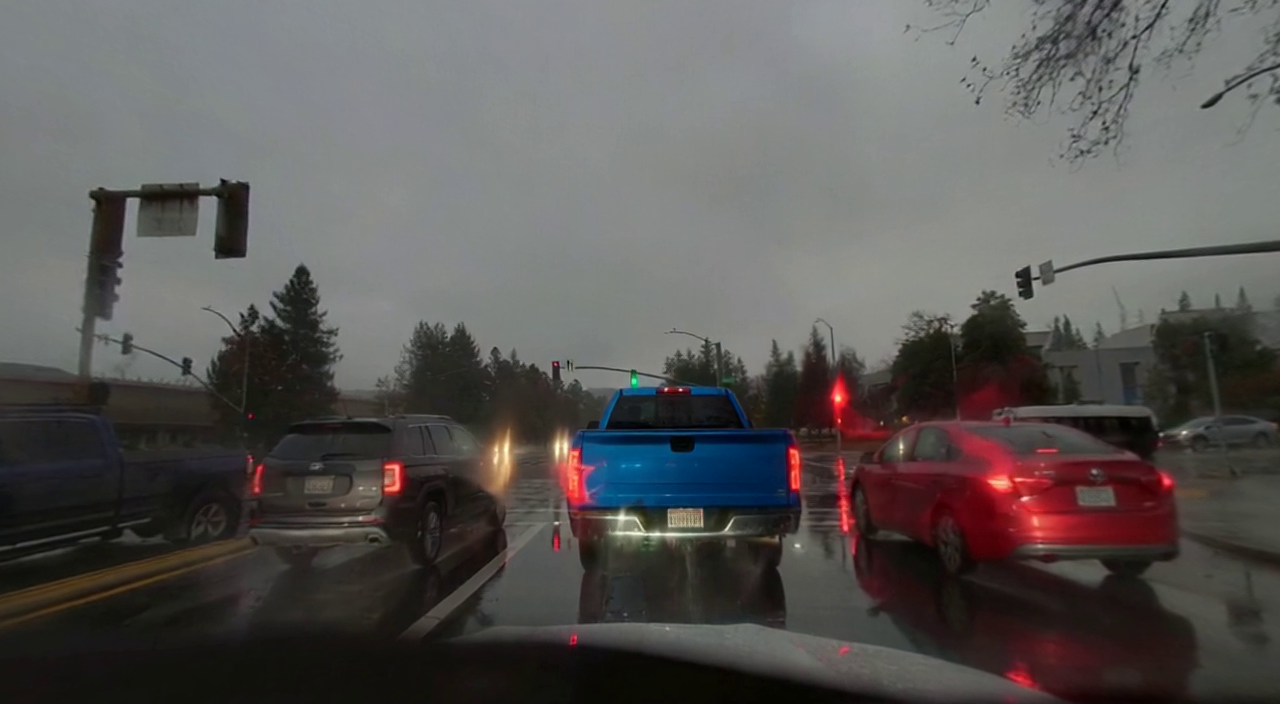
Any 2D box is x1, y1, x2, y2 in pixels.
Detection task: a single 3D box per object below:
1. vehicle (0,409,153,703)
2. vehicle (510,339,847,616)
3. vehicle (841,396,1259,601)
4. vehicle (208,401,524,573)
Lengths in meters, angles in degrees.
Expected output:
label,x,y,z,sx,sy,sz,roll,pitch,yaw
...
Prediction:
label,x,y,z,sx,sy,sz,roll,pitch,yaw
vehicle,-3.396,0.710,0.664,1.998,1.481,4.656,0,-8,1
vehicle,0.326,1.282,7.205,2.505,2.084,4.768,0,-8,1
vehicle,4.038,1.509,7.331,1.984,1.659,4.226,0,-8,0
vehicle,-3.270,1.729,8.891,2.125,1.739,4.707,0,-8,3
